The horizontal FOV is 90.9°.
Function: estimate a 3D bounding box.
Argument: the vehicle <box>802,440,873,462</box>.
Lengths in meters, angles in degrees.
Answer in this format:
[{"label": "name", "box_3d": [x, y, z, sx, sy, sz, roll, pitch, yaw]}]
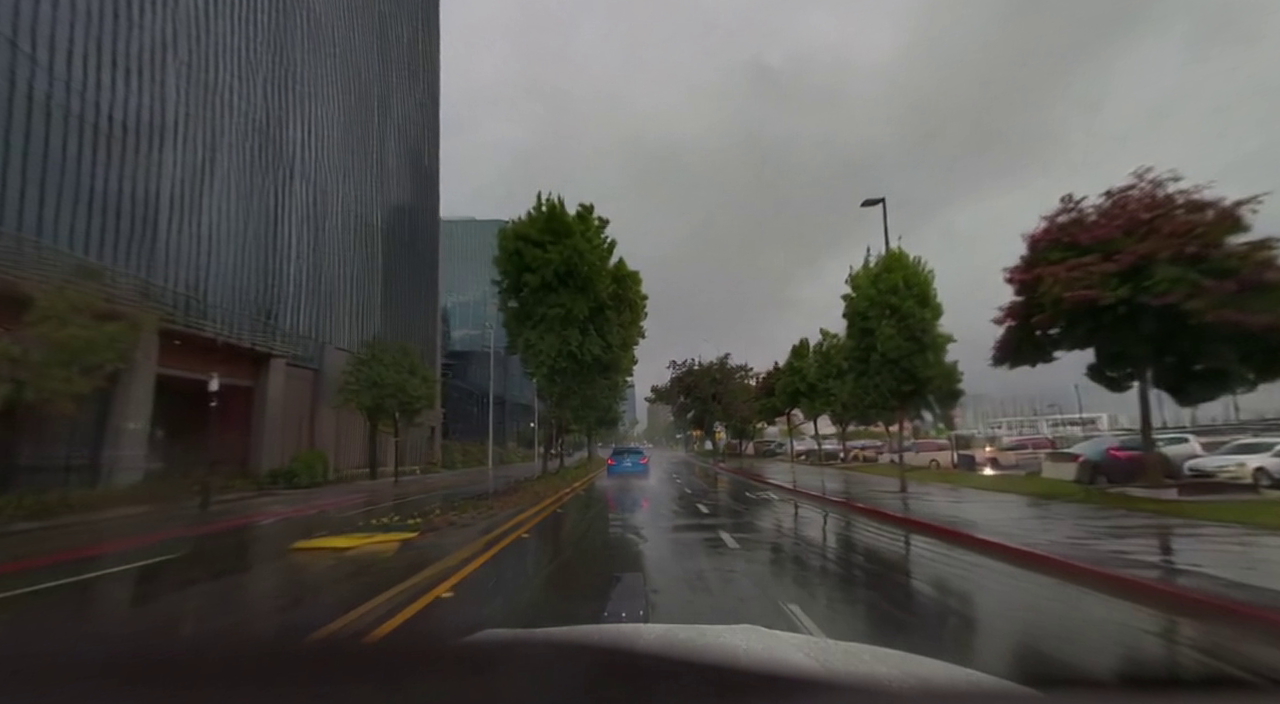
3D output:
[{"label": "vehicle", "box_3d": [13.961, 7.013, 44.754, 4.330, 1.457, 1.938, -1, -9, 1]}]

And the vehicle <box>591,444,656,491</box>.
[{"label": "vehicle", "box_3d": [-0.570, 3.990, 22.123, 2.063, 1.442, 4.135, 0, -9, -1]}]

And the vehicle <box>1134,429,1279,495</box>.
[{"label": "vehicle", "box_3d": [14.607, 2.609, 15.131, 3.765, 1.449, 1.955, 0, -9, 0]}]
